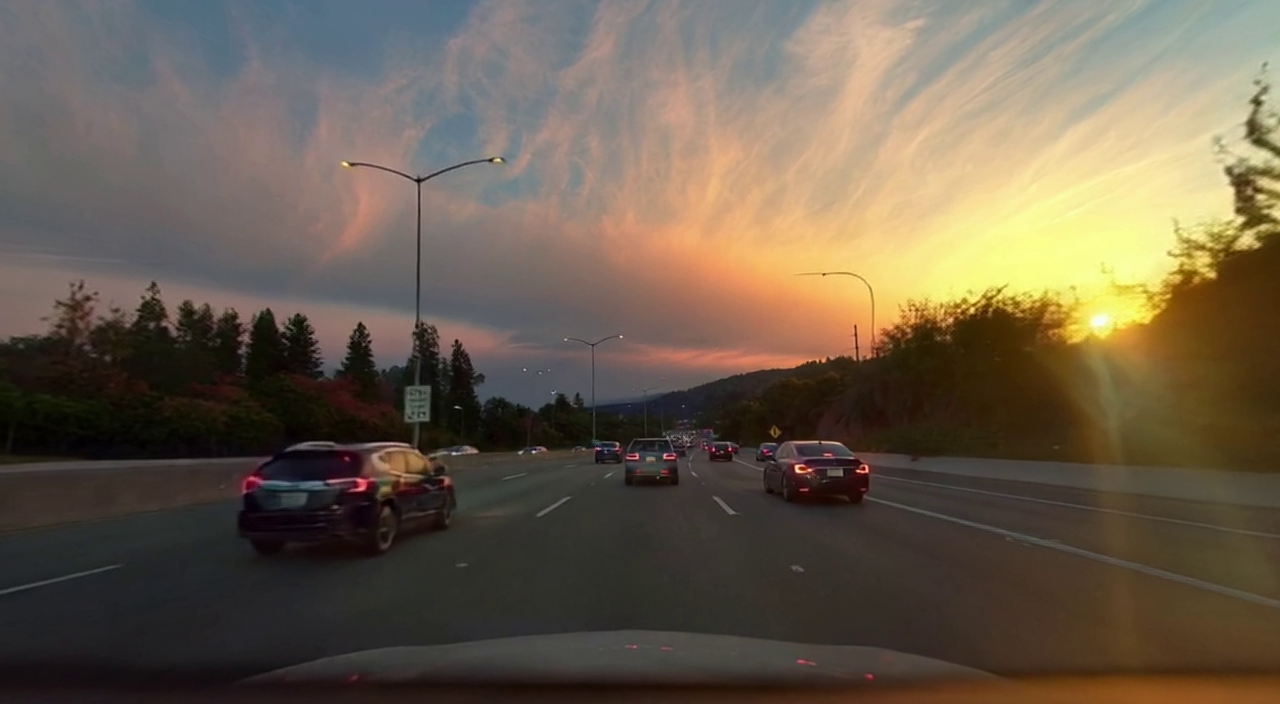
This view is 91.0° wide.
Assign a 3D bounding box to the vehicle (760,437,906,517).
[{"bbox_3d":[4.148,2.764,14.407,1.999,1.514,4.338,0,-9,0],"label":"vehicle"}]

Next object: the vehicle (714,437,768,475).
[{"bbox_3d":[4.950,5.176,31.529,2.063,1.710,4.591,0,-9,2],"label":"vehicle"}]

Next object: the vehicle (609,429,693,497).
[{"bbox_3d":[0.336,3.186,18.397,2.181,1.728,3.970,0,-9,1],"label":"vehicle"}]

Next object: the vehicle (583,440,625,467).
[{"bbox_3d":[-2.274,6.661,41.459,2.128,1.627,4.697,0,-9,4],"label":"vehicle"}]

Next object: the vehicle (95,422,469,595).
[{"bbox_3d":[-3.752,1.703,7.716,2.012,1.495,4.169,0,-9,2],"label":"vehicle"}]
